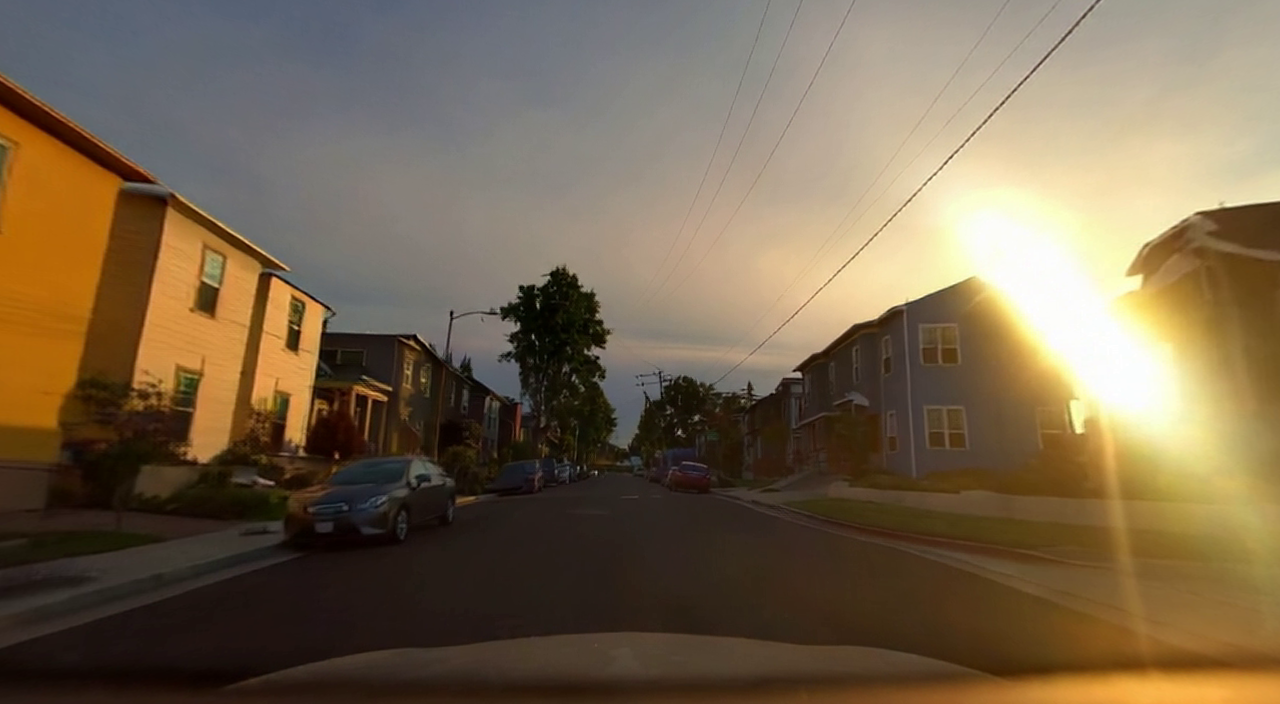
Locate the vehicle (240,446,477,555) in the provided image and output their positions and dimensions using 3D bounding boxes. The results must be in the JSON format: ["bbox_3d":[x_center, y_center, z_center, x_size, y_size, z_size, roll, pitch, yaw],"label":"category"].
[{"bbox_3d":[-4.563,2.482,11.212,2.080,1.471,4.638,1,-10,-1],"label":"vehicle"}]

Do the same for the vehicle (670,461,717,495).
[{"bbox_3d":[2.684,6.414,32.345,1.888,1.484,4.476,0,-9,-2],"label":"vehicle"}]

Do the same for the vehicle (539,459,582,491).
[{"bbox_3d":[-4.674,7.261,37.463,2.089,1.508,4.537,2,-7,-2],"label":"vehicle"}]

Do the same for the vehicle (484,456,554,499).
[{"bbox_3d":[-4.810,5.066,25.819,2.020,1.470,5.300,0,-9,-2],"label":"vehicle"}]
